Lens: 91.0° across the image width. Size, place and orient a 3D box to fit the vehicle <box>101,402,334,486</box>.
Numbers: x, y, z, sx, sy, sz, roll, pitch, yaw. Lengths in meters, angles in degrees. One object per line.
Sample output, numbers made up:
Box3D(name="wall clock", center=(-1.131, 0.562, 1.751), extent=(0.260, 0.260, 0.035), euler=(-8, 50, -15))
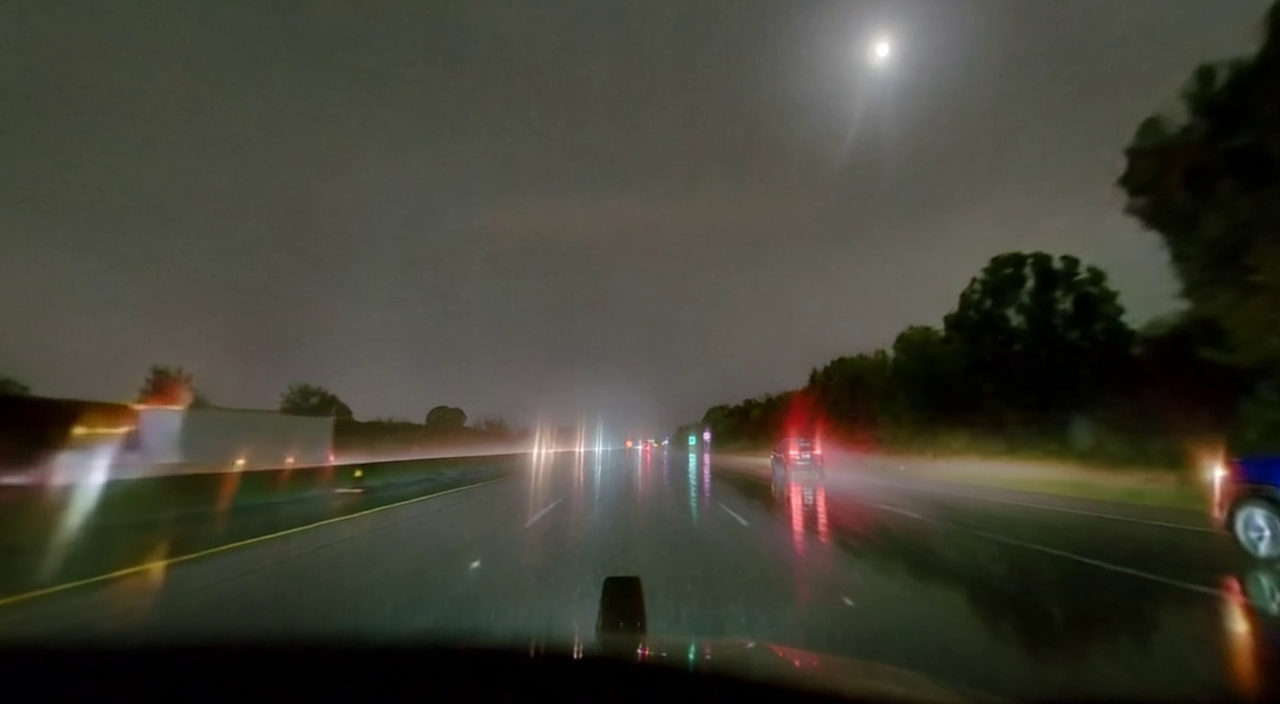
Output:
Box3D(name="vehicle", center=(-24.980, 5.799, 39.558), extent=(2.942, 4.171, 16.450), euler=(0, -9, 1))

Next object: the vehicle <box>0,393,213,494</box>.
Box3D(name="vehicle", center=(-25.223, 4.359, 29.907), extent=(3.014, 4.004, 9.270), euler=(0, -9, 2))
